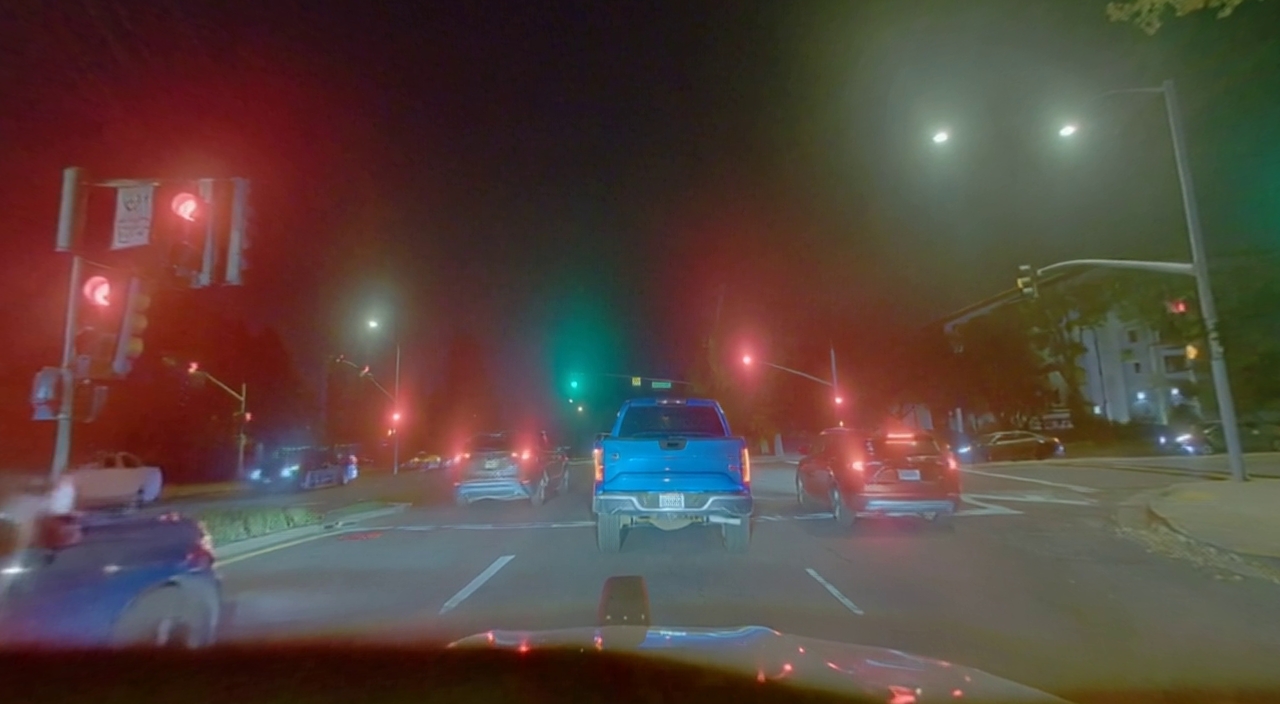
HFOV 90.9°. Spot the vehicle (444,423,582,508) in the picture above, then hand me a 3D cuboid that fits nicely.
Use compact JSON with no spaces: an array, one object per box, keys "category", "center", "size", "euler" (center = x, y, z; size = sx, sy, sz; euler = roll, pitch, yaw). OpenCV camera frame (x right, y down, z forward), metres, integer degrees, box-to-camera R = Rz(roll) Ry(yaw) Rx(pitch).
[{"category":"vehicle","center":[-2.871,2.712,15.522],"size":[2.125,1.739,4.707],"euler":[-1,-8,4]}]

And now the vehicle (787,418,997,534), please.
[{"category":"vehicle","center":[4.125,2.094,11.244],"size":[1.984,1.659,4.226],"euler":[0,-8,0]}]

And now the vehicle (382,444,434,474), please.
[{"category":"vehicle","center":[-16.217,7.470,44.306],"size":[1.884,1.931,4.375],"euler":[0,-8,0]}]

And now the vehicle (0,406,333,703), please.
[{"category":"vehicle","center":[-3.353,0.951,2.351],"size":[1.998,1.481,4.656],"euler":[0,-8,1]}]

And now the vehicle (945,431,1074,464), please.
[{"category":"vehicle","center":[16.901,4.376,28.952],"size":[4.809,1.458,1.842],"euler":[0,-8,-3]}]

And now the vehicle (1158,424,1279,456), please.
[{"category":"vehicle","center":[27.779,4.175,29.897],"size":[4.681,1.458,1.908],"euler":[0,-8,-1]}]

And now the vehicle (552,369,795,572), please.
[{"category":"vehicle","center":[0.411,1.565,8.993],"size":[2.505,2.084,4.768],"euler":[0,-8,2]}]
